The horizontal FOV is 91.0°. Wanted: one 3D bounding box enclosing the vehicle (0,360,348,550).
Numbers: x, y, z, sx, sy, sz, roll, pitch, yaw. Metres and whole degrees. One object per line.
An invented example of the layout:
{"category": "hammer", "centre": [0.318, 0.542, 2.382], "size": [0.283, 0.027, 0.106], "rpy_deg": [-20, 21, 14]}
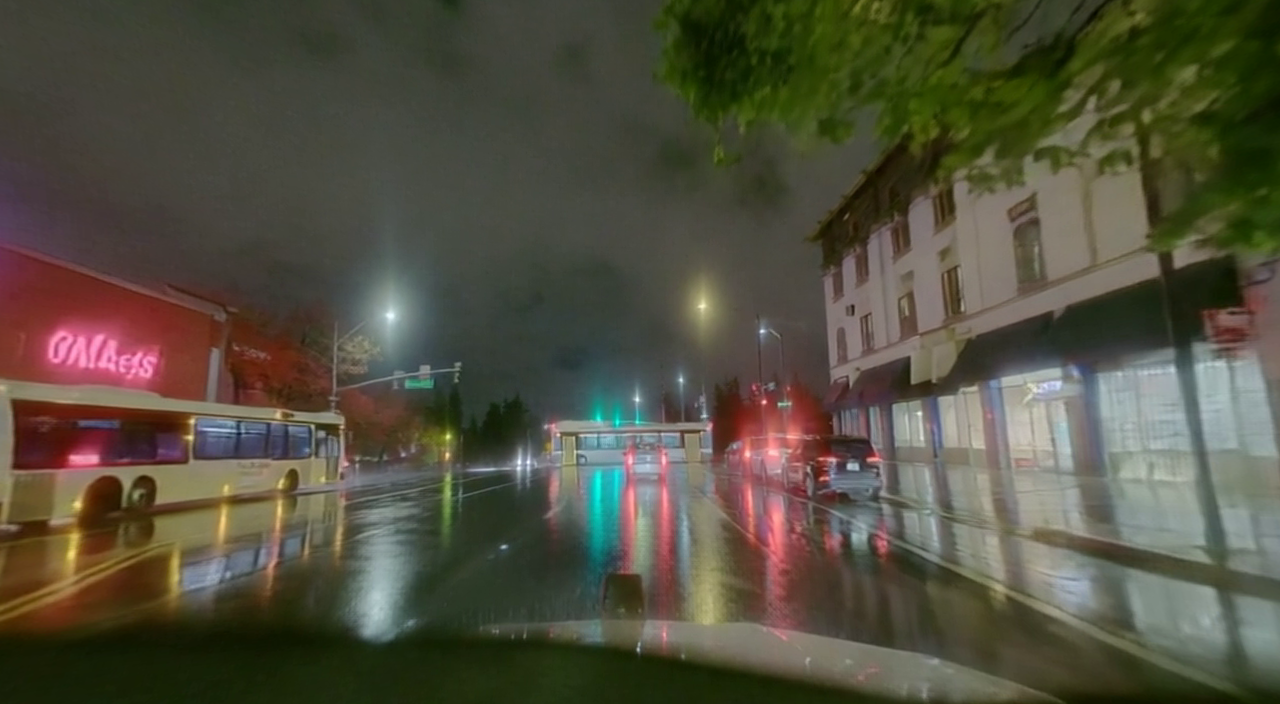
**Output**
{"category": "vehicle", "centre": [-12.794, 2.757, 17.476], "size": [3.356, 3.365, 12.460], "rpy_deg": [0, -9, 0]}

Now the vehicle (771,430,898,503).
{"category": "vehicle", "centre": [5.031, 3.029, 17.035], "size": [2.014, 1.681, 4.332], "rpy_deg": [0, -9, -1]}

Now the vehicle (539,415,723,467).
{"category": "vehicle", "centre": [-0.579, 6.522, 46.121], "size": [12.978, 3.538, 3.117], "rpy_deg": [0, -9, 4]}

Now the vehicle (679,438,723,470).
{"category": "vehicle", "centre": [3.332, 5.680, 35.149], "size": [2.222, 1.688, 3.952], "rpy_deg": [0, -9, 3]}

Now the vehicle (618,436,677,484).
{"category": "vehicle", "centre": [0.215, 4.225, 24.879], "size": [2.089, 1.699, 4.650], "rpy_deg": [1, -9, -1]}
